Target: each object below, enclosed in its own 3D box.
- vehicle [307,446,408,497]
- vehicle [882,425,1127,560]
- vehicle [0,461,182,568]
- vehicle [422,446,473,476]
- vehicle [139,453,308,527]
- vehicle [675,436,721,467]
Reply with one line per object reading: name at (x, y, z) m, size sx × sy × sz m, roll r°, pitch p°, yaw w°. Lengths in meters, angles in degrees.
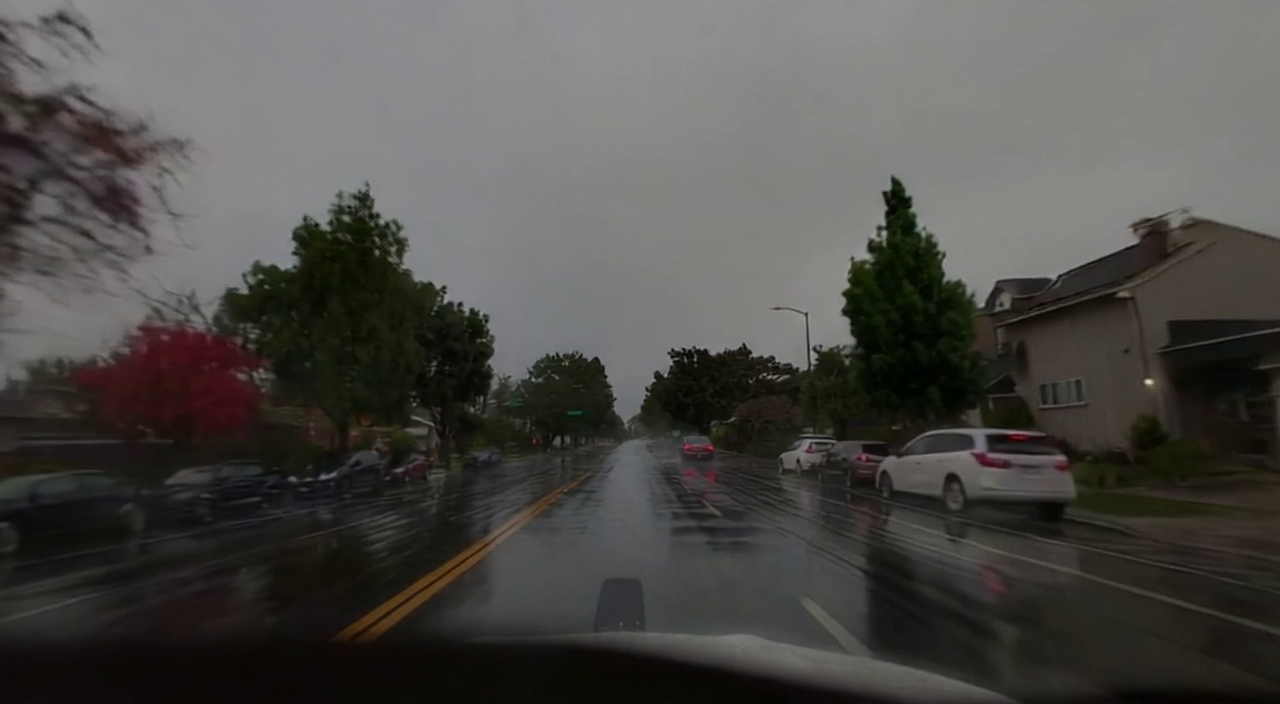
vehicle at (-11.515, 4.858, 26.181) m, size 2.049 × 1.848 × 4.693 m, roll 0°, pitch -8°, yaw -1°
vehicle at (7.260, 2.785, 13.437) m, size 2.081 × 2.286 × 4.941 m, roll 0°, pitch -8°, yaw -2°
vehicle at (-11.728, 3.032, 12.242) m, size 1.888 × 1.668 × 5.052 m, roll 0°, pitch -8°, yaw 0°
vehicle at (-12.233, 6.920, 40.419) m, size 2.032 × 1.773 × 4.471 m, roll 0°, pitch -8°, yaw -2°
vehicle at (-11.608, 3.809, 18.055) m, size 1.921 × 1.770 × 4.265 m, roll 0°, pitch -8°, yaw -1°
vehicle at (3.132, 5.487, 35.061) m, size 1.951 × 1.620 × 4.582 m, roll 0°, pitch -8°, yaw -3°
